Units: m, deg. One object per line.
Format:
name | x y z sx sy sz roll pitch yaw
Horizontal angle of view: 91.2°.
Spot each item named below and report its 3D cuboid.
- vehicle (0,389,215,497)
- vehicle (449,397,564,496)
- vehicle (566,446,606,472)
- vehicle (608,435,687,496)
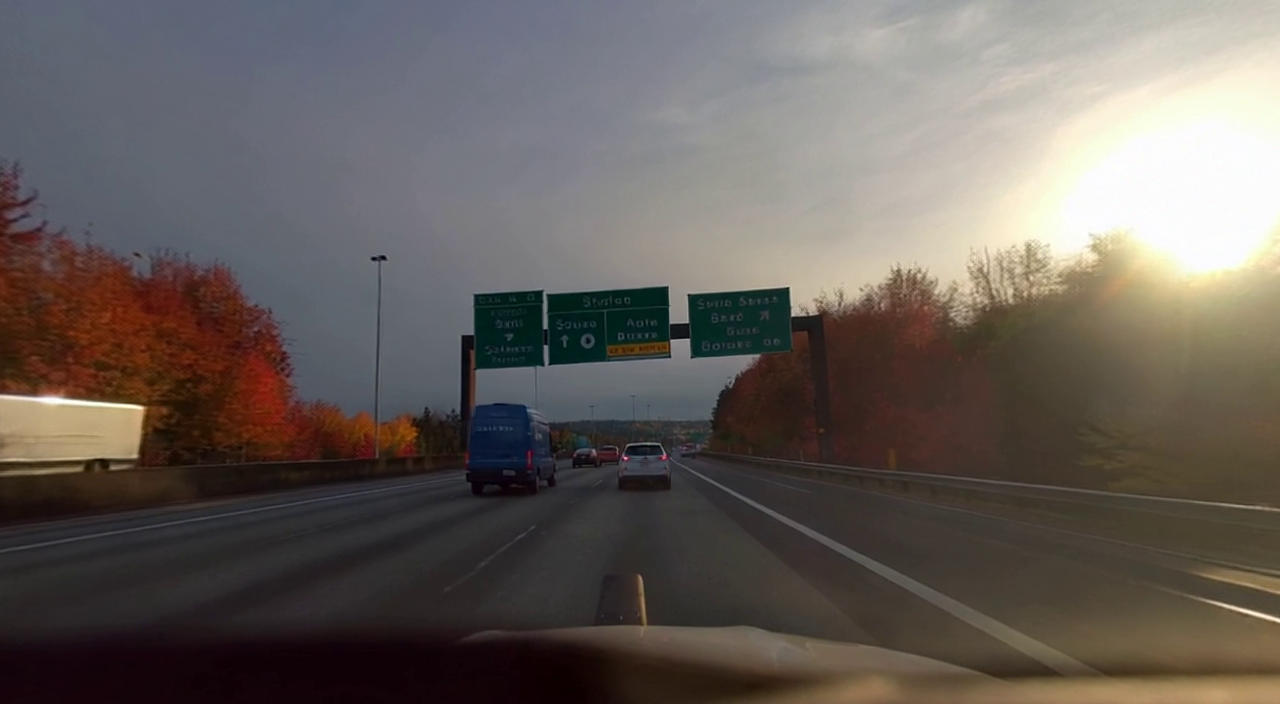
vehicle | -25.614 4.092 28.134 2.906 4.059 14.158 0 -8 1
vehicle | -4.015 3.031 20.125 2.275 2.692 5.810 0 -9 1
vehicle | -3.319 6.682 39.230 2.015 1.496 4.312 0 -9 1
vehicle | 0.265 3.484 19.559 2.195 1.679 4.070 -1 -9 1
